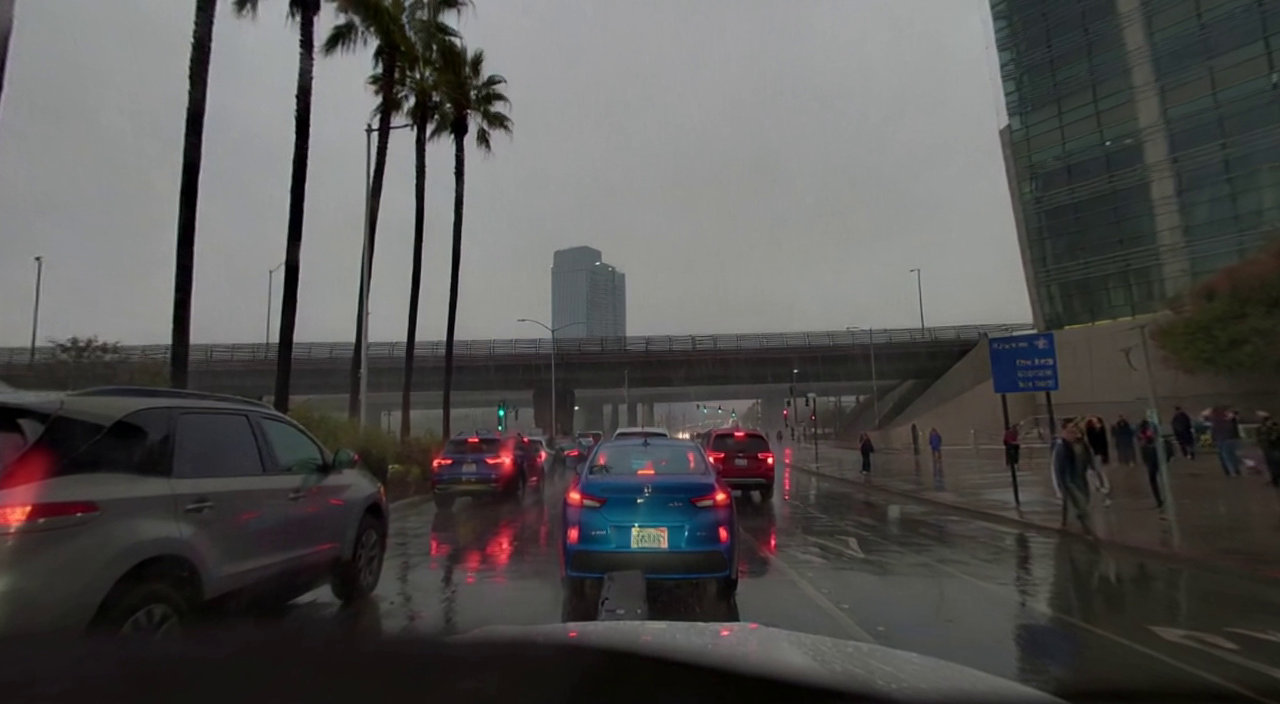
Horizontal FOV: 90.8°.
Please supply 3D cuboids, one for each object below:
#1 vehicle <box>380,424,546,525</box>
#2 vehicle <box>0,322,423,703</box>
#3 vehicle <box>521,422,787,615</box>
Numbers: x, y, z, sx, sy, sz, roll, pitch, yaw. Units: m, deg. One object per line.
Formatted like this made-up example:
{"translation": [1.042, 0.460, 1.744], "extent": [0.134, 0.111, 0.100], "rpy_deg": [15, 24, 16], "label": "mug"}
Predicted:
{"translation": [-3.198, 2.300, 12.385], "extent": [1.955, 1.637, 4.032], "rpy_deg": [0, -8, 2], "label": "vehicle"}
{"translation": [-3.261, 1.063, 4.187], "extent": [2.014, 1.740, 4.359], "rpy_deg": [0, -8, 1], "label": "vehicle"}
{"translation": [0.090, 1.591, 6.989], "extent": [2.036, 1.461, 4.129], "rpy_deg": [0, -8, 0], "label": "vehicle"}
